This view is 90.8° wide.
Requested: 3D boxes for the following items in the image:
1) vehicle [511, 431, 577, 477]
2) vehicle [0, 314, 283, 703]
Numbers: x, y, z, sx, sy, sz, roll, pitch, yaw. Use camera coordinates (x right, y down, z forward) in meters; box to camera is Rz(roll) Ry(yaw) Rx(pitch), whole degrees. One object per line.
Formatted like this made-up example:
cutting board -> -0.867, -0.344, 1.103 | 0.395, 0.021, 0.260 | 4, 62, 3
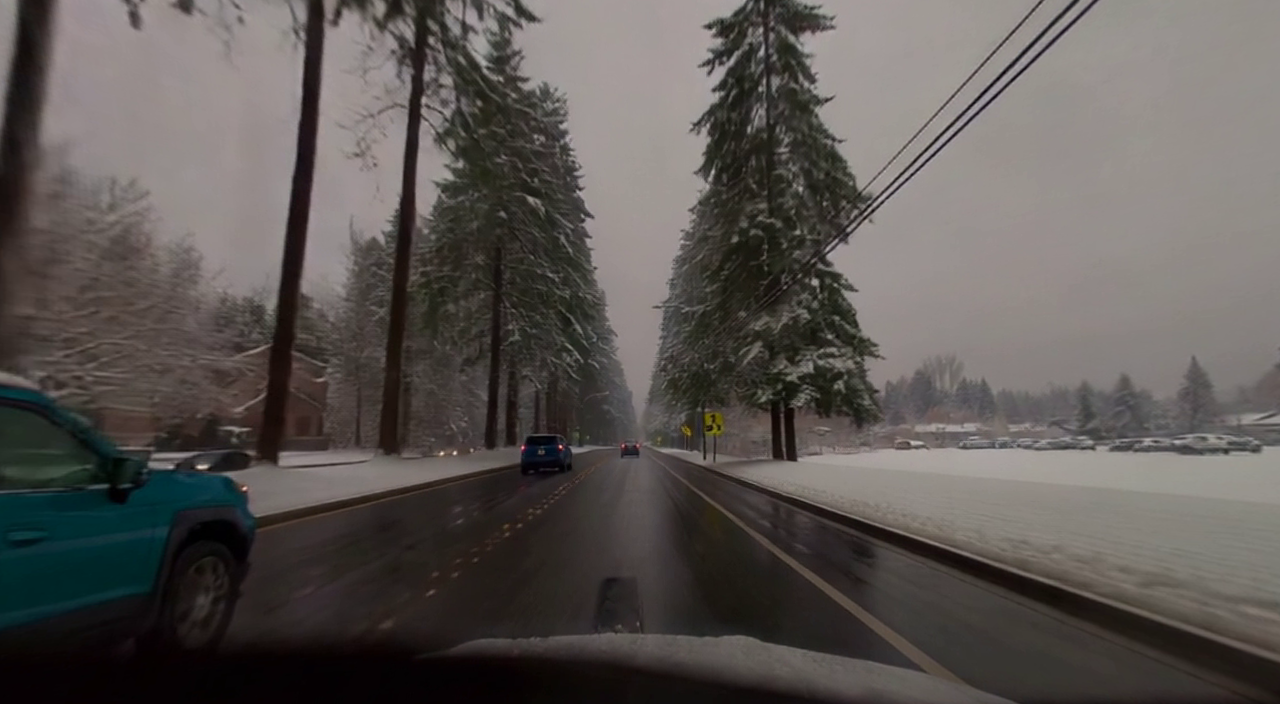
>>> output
vehicle -> -3.859, 4.169, 26.162 | 2.078, 1.748, 4.279 | 0, -8, 0
vehicle -> -3.424, 0.680, 1.953 | 2.152, 1.731, 4.335 | 0, -8, -1
